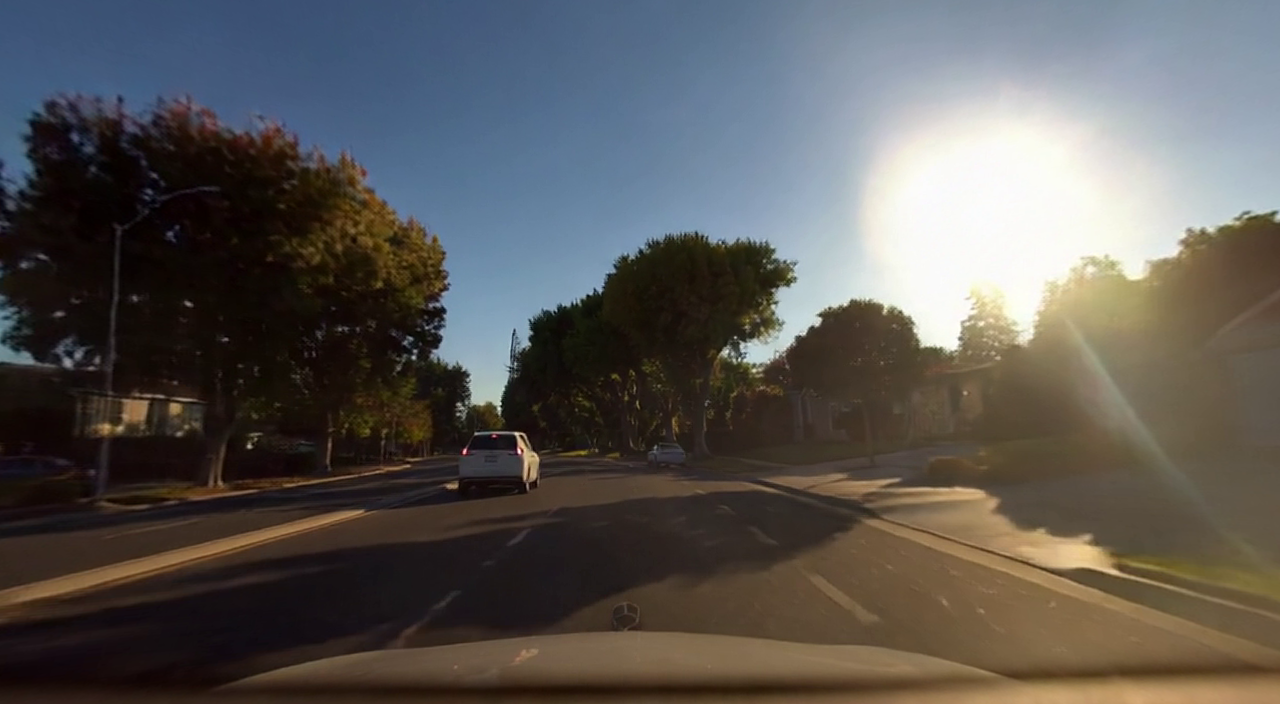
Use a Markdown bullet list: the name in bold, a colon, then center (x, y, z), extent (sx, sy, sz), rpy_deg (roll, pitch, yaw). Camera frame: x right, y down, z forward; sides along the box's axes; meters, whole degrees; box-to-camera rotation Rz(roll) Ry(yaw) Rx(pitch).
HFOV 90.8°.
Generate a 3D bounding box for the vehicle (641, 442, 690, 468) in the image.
- **vehicle**: center (1.435, 6.135, 37.815), extent (1.928, 1.447, 4.386), rpy_deg (2, -9, -12)

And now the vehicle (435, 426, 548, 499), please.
- **vehicle**: center (-3.976, 3.040, 17.819), extent (2.175, 1.772, 4.442), rpy_deg (0, -8, -1)

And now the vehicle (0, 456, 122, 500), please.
- **vehicle**: center (-21.956, 4.540, 22.930), extent (4.525, 1.455, 1.821), rpy_deg (1, -8, -5)
